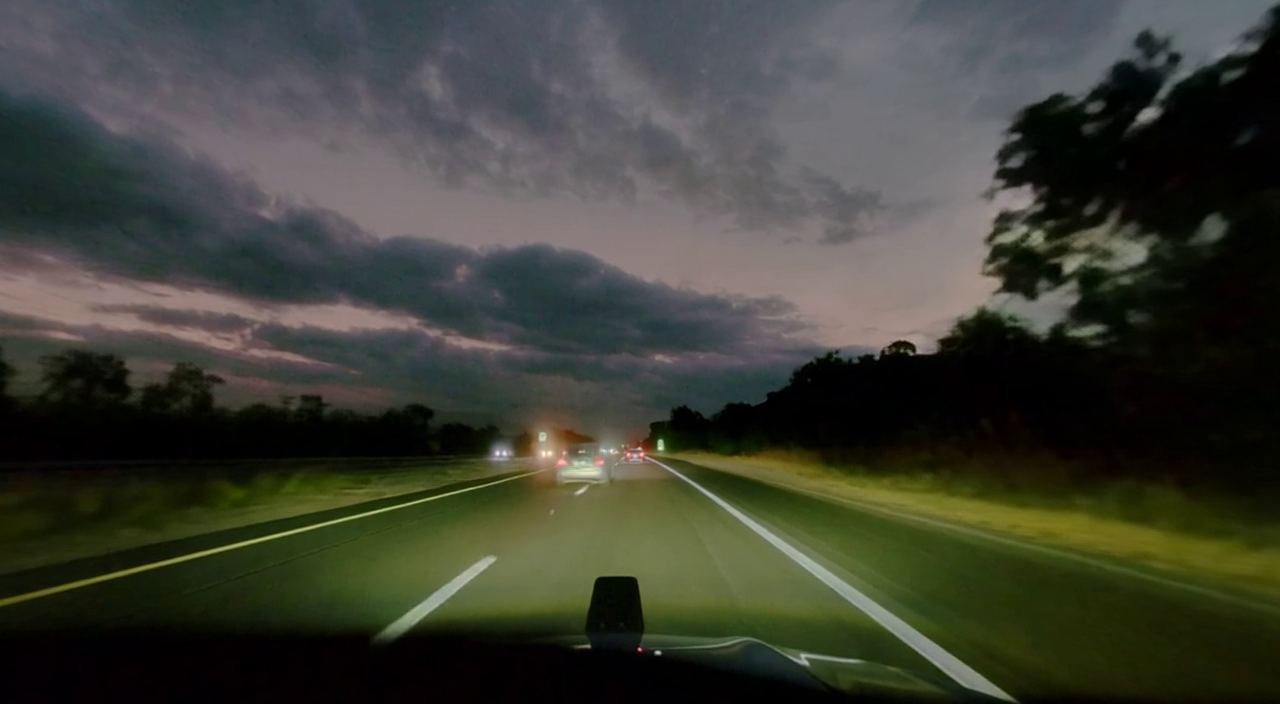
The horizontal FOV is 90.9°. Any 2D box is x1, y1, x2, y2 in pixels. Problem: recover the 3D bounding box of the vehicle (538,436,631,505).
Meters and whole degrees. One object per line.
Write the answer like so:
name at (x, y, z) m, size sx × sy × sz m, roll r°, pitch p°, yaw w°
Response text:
vehicle at (-1.424, 3.317, 18.045) m, size 2.135 × 1.686 × 4.517 m, roll -1°, pitch -9°, yaw 2°
